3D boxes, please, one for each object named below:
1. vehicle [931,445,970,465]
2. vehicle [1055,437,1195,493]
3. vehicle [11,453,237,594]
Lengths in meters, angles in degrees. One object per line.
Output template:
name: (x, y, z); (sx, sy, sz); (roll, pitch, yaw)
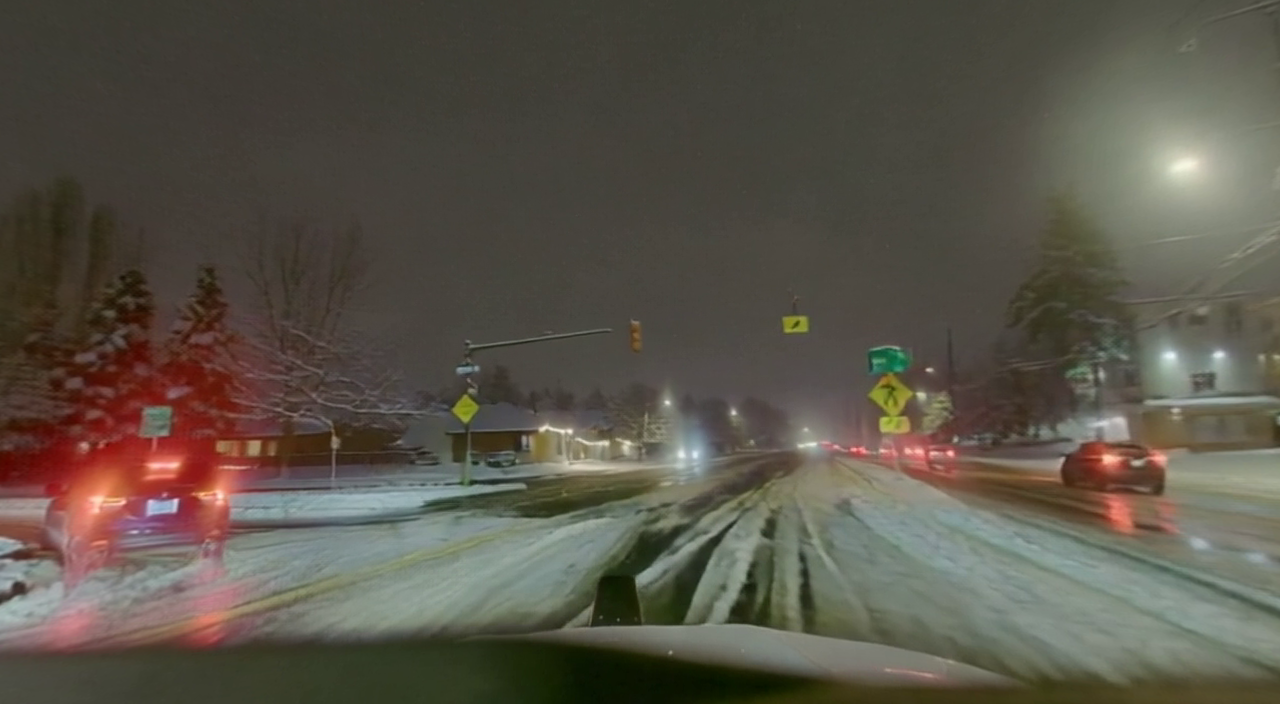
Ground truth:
vehicle: (24.565, 8.172, 49.706); (1.931, 1.475, 4.092); (-3, -9, 14)
vehicle: (15.628, 3.644, 20.532); (2.007, 1.586, 4.210); (-3, -9, 14)
vehicle: (-7.231, 2.258, 9.150); (2.014, 1.525, 3.670); (5, -11, -34)
